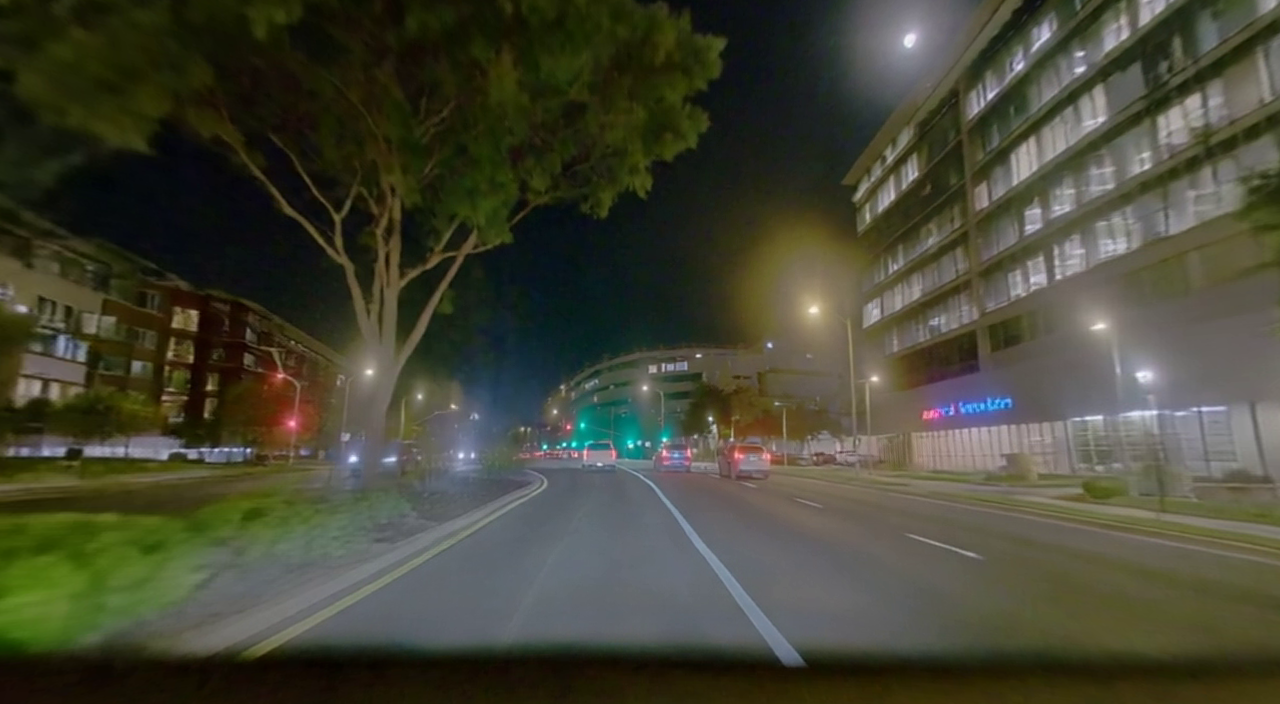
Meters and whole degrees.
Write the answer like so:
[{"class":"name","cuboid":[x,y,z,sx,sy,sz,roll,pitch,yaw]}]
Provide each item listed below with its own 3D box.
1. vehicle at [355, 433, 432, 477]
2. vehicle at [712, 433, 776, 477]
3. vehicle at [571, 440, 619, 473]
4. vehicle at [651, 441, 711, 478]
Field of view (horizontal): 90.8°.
[{"class":"vehicle","cuboid":[-11.512,4.833,29.824,2.166,1.867,4.459,1,-9,-5]},{"class":"vehicle","cuboid":[5.105,5.138,31.703,2.052,1.990,4.736,1,-9,-5]},{"class":"vehicle","cuboid":[-2.173,4.946,30.035,2.101,1.444,4.248,1,-9,-4]},{"class":"vehicle","cuboid":[1.699,4.672,27.721,1.993,1.477,4.240,1,-9,-5]}]
